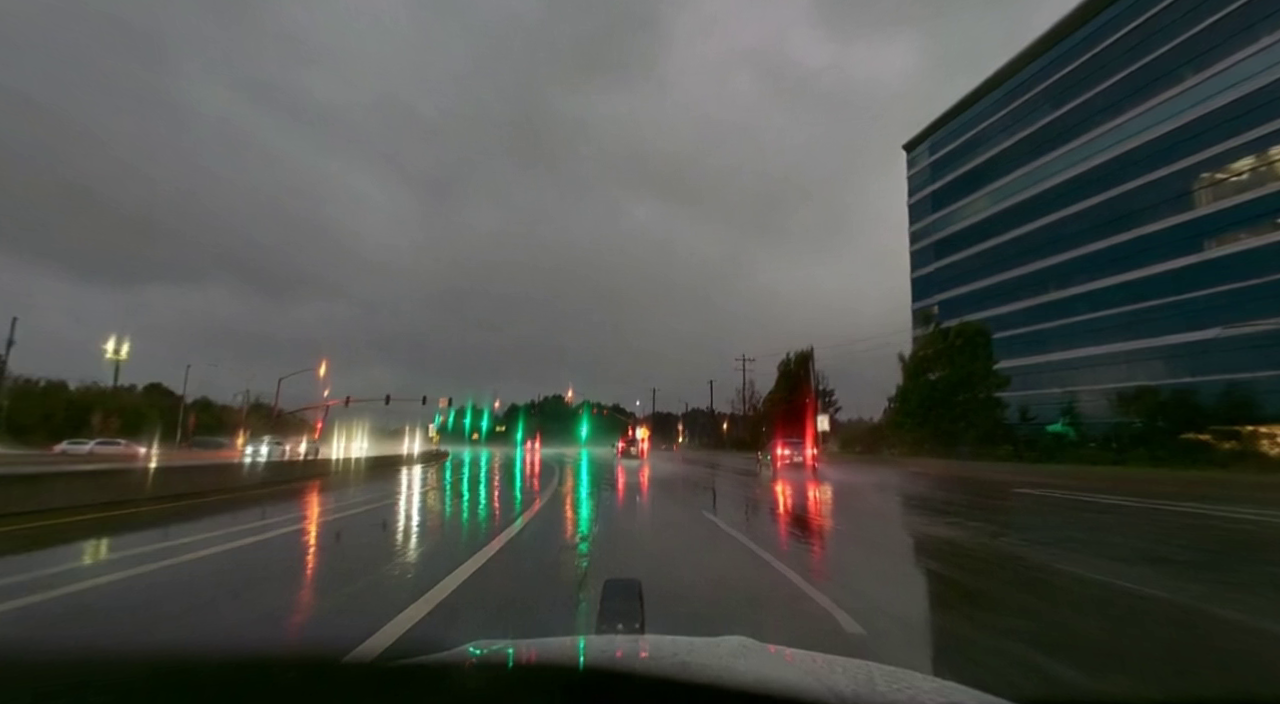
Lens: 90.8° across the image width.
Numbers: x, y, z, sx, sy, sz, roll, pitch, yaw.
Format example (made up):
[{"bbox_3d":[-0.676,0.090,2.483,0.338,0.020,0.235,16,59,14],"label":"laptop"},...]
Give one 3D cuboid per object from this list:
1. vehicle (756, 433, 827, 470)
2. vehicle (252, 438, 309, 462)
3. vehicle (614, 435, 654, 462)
[{"bbox_3d":[7.629,5.062,32.356,2.130,1.741,4.665,1,-8,-5],"label":"vehicle"},{"bbox_3d":[-24.454,6.693,43.097,1.910,1.510,4.324,1,-9,-9],"label":"vehicle"},{"bbox_3d":[-0.447,6.536,42.720,2.024,1.724,3.928,1,-9,-10],"label":"vehicle"}]
